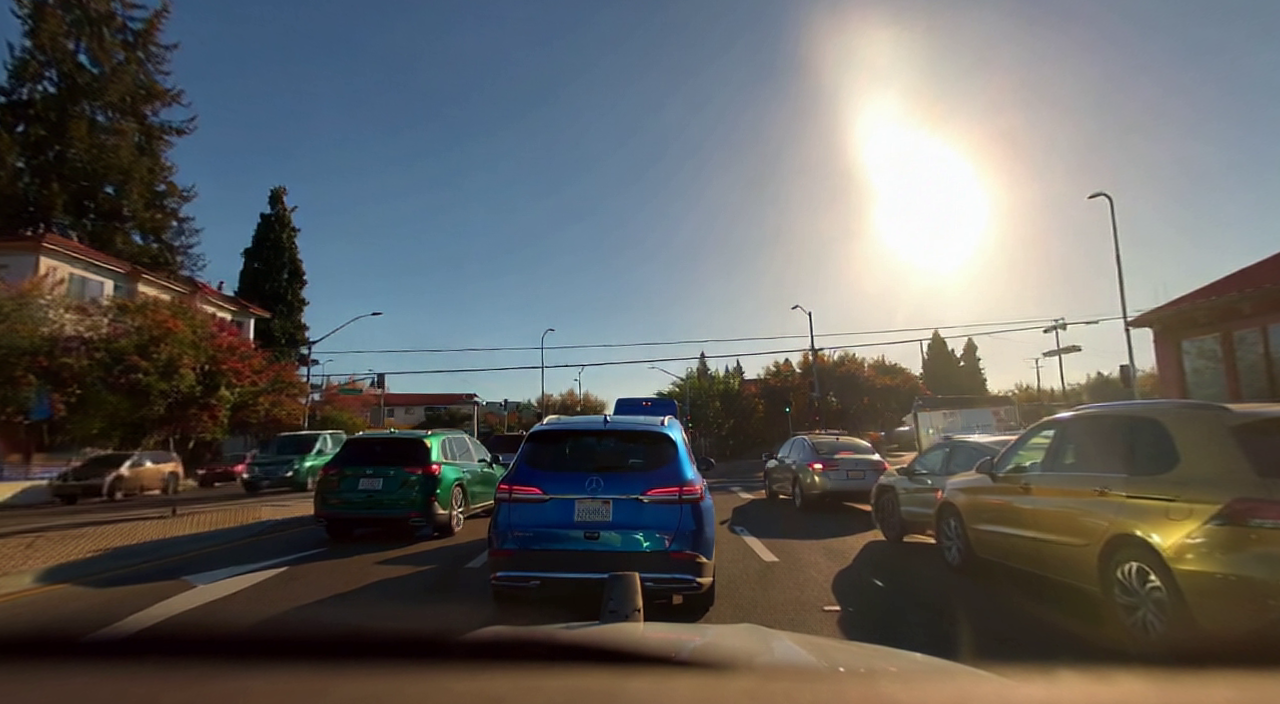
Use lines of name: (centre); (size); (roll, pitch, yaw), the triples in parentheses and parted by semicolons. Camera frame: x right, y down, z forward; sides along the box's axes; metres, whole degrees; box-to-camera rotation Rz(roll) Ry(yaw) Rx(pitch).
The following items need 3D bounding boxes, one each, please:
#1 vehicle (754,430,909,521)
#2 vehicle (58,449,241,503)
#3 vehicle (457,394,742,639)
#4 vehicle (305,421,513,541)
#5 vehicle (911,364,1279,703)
vehicle: (3.656, 2.422, 12.871); (1.847, 1.554, 3.885); (0, -8, -1)
vehicle: (-15.820, 3.976, 20.789); (2.057, 1.540, 4.884); (0, -8, 1)
vehicle: (-0.165, 1.462, 6.587); (2.022, 1.700, 4.084); (-1, -8, 4)
vehicle: (-3.770, 2.178, 11.299); (2.012, 1.701, 4.316); (0, -8, 1)
vehicle: (4.141, 1.248, 5.232); (2.014, 1.740, 4.515); (0, -8, 4)
